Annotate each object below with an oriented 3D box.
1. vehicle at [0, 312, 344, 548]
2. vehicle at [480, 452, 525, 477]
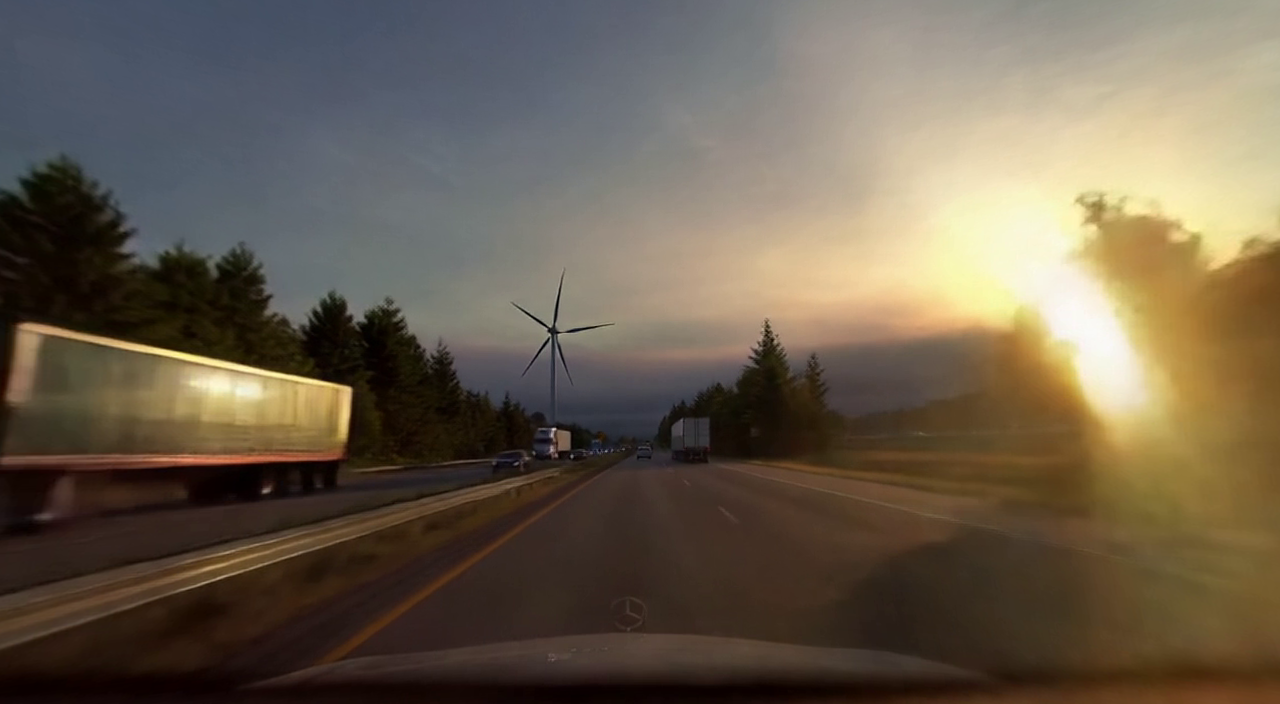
[{"bbox_3d":[-12.640,2.231,16.471,2.861,4.092,14.124,0,-9,0],"label":"vehicle"},{"bbox_3d":[-8.675,7.098,40.063,1.978,1.498,3.712,0,-9,1],"label":"vehicle"}]
